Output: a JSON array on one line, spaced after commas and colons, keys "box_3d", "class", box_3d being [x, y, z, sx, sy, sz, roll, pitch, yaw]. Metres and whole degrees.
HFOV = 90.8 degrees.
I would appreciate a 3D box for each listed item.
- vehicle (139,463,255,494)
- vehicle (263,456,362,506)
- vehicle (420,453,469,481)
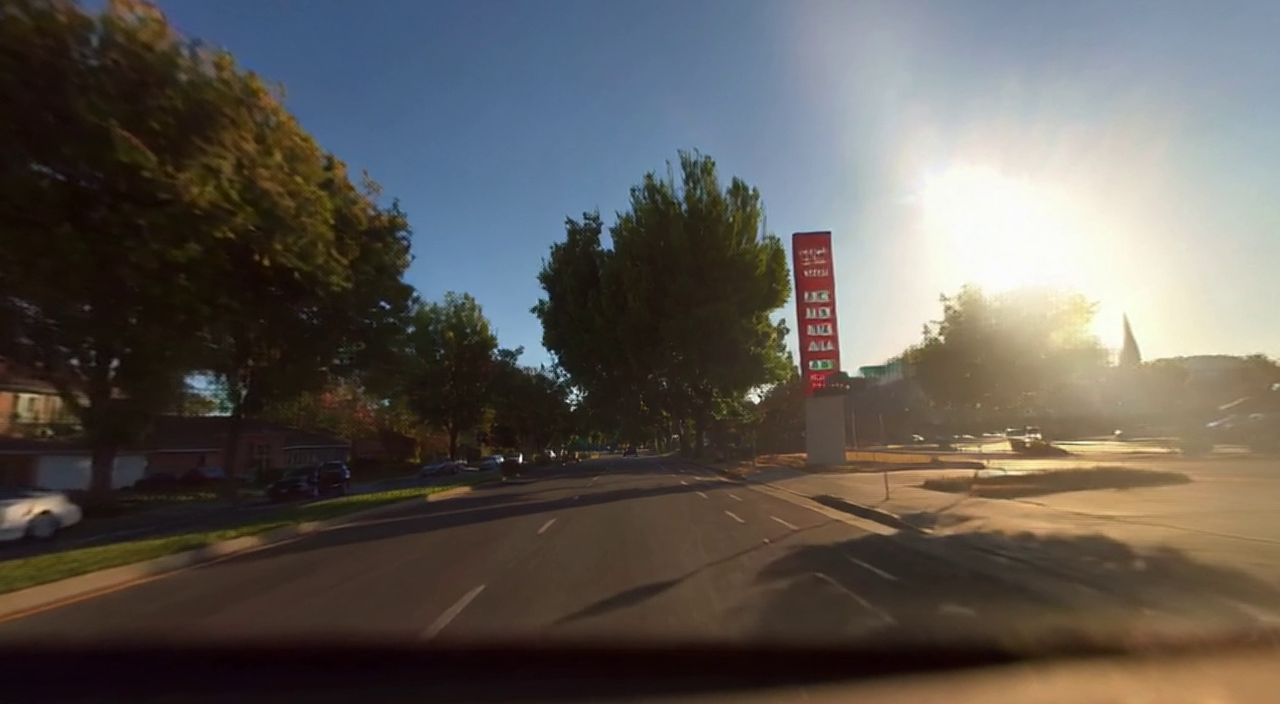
[{"box_3d": [-23.576, 6.746, 33.770, 4.718, 1.500, 1.943, 0, -9, 0], "class": "vehicle"}, {"box_3d": [-12.752, 5.004, 24.873, 1.953, 1.558, 3.839, -5, -9, -2], "class": "vehicle"}, {"box_3d": [-12.871, 7.569, 41.810, 1.986, 1.488, 4.330, -4, -8, -2], "class": "vehicle"}]
